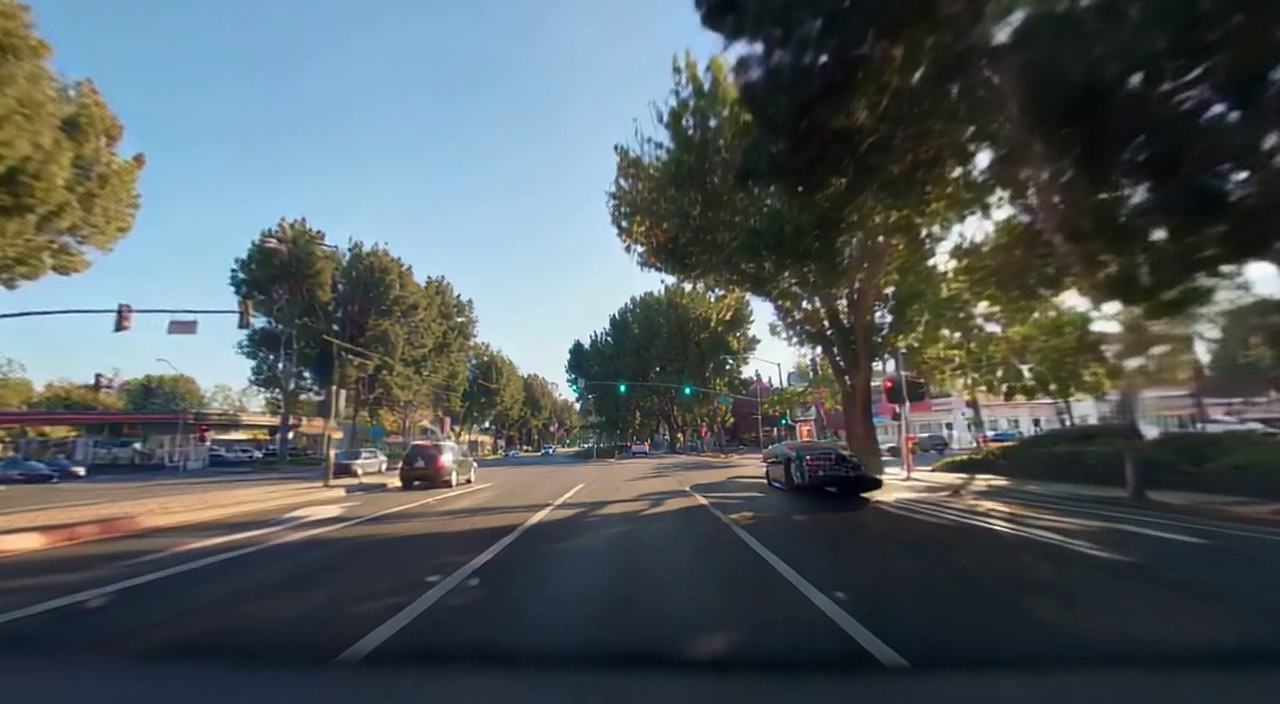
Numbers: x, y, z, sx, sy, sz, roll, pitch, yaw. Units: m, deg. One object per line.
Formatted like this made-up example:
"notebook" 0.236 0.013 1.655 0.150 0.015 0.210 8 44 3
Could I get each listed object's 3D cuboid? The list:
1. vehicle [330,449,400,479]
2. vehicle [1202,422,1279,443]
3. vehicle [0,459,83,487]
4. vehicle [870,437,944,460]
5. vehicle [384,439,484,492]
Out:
"vehicle" -14.935 6.069 34.562 1.843 1.447 4.419 0 -8 0
"vehicle" 47.784 6.380 49.923 1.857 1.525 5.259 0 -9 -1
"vehicle" -39.561 7.797 40.744 4.941 1.654 1.967 2 -8 -13
"vehicle" 18.229 6.629 43.355 4.533 1.485 1.916 -3 -9 19
"vehicle" -6.671 3.697 20.987 1.898 1.539 4.314 0 -8 -1
